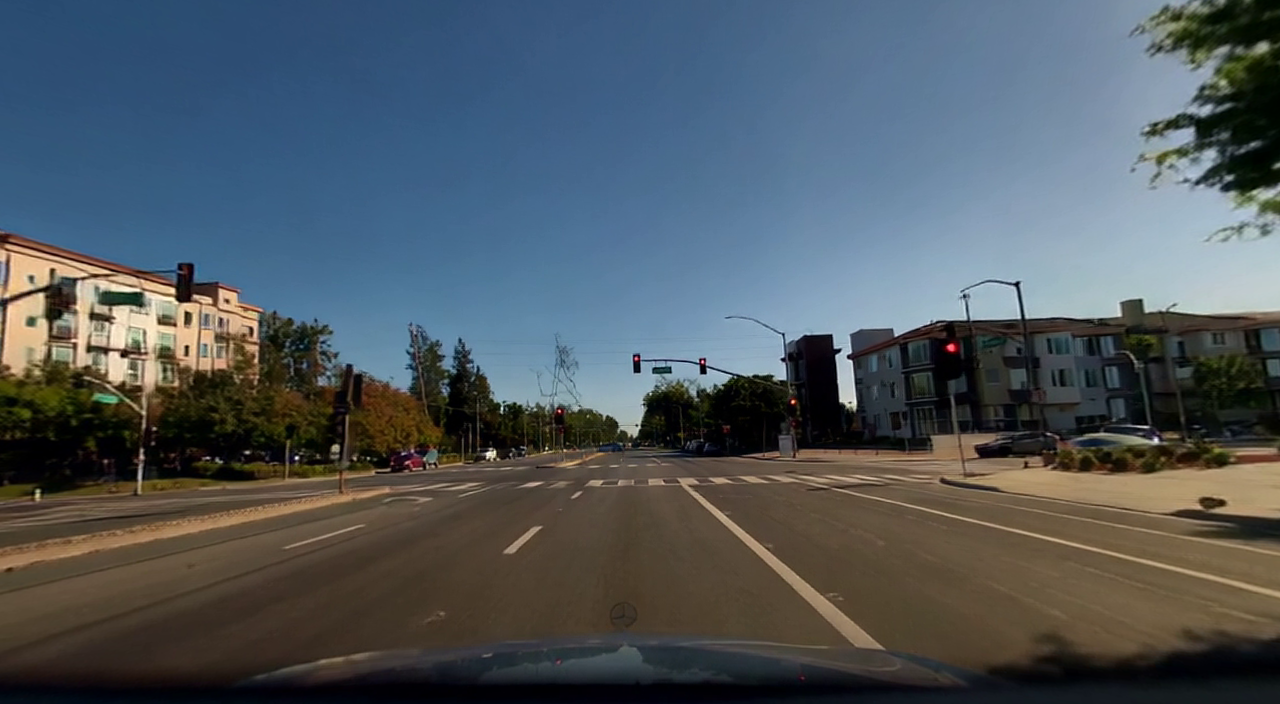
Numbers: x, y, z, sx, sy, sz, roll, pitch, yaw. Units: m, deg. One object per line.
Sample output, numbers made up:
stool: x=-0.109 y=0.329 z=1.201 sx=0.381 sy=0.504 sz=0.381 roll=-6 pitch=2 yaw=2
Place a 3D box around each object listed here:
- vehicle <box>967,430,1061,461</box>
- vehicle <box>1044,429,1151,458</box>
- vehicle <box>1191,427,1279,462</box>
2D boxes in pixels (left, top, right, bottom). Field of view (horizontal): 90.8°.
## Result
vehicle: x=22.040 y=5.498 z=37.322 sx=4.323 sy=1.746 sz=1.872 roll=0 pitch=-9 yaw=-3
vehicle: x=27.282 y=5.497 z=37.795 sx=4.910 sy=1.644 sz=2.032 roll=0 pitch=-9 yaw=-4
vehicle: x=27.076 y=4.012 z=27.456 sx=4.461 sy=1.455 sz=1.909 roll=0 pitch=-8 yaw=-3
